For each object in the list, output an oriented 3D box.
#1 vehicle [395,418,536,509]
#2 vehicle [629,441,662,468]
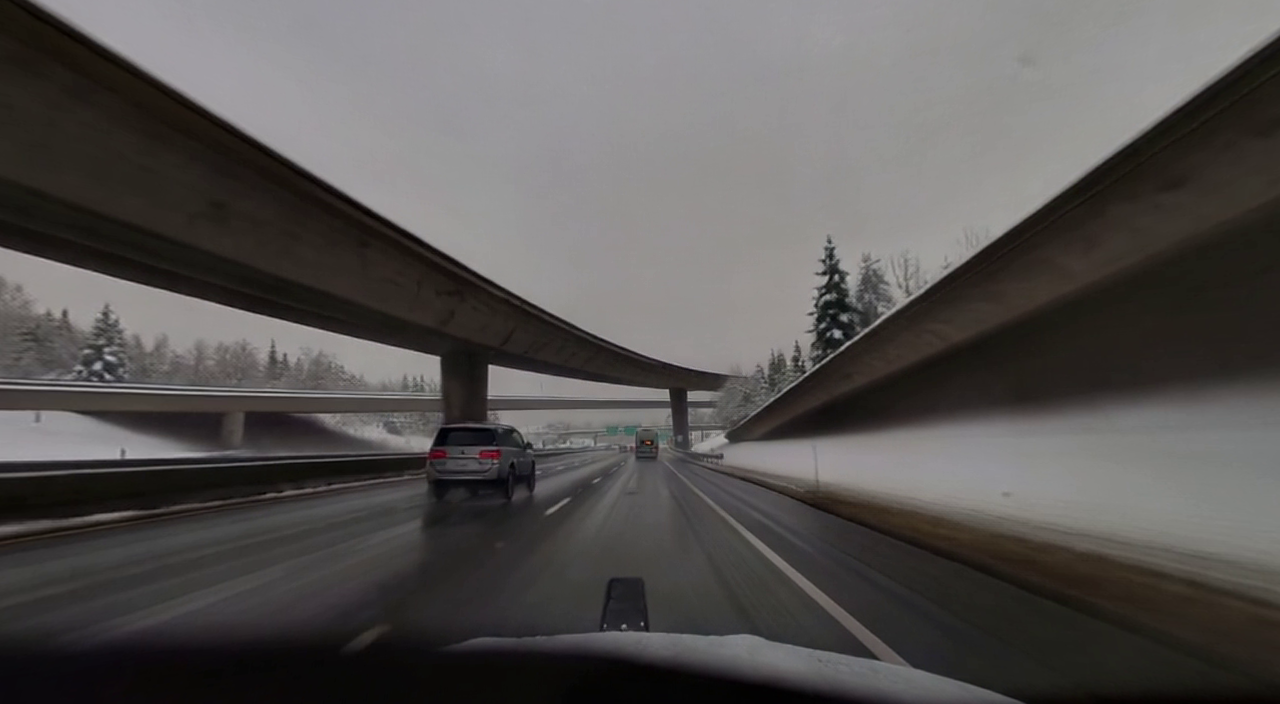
[{"bbox_3d":[-4.150,2.761,16.012,2.147,1.918,4.834,-1,-9,1],"label":"vehicle"},{"bbox_3d":[0.369,6.840,42.192,2.052,1.711,4.223,-1,-9,0],"label":"vehicle"}]
